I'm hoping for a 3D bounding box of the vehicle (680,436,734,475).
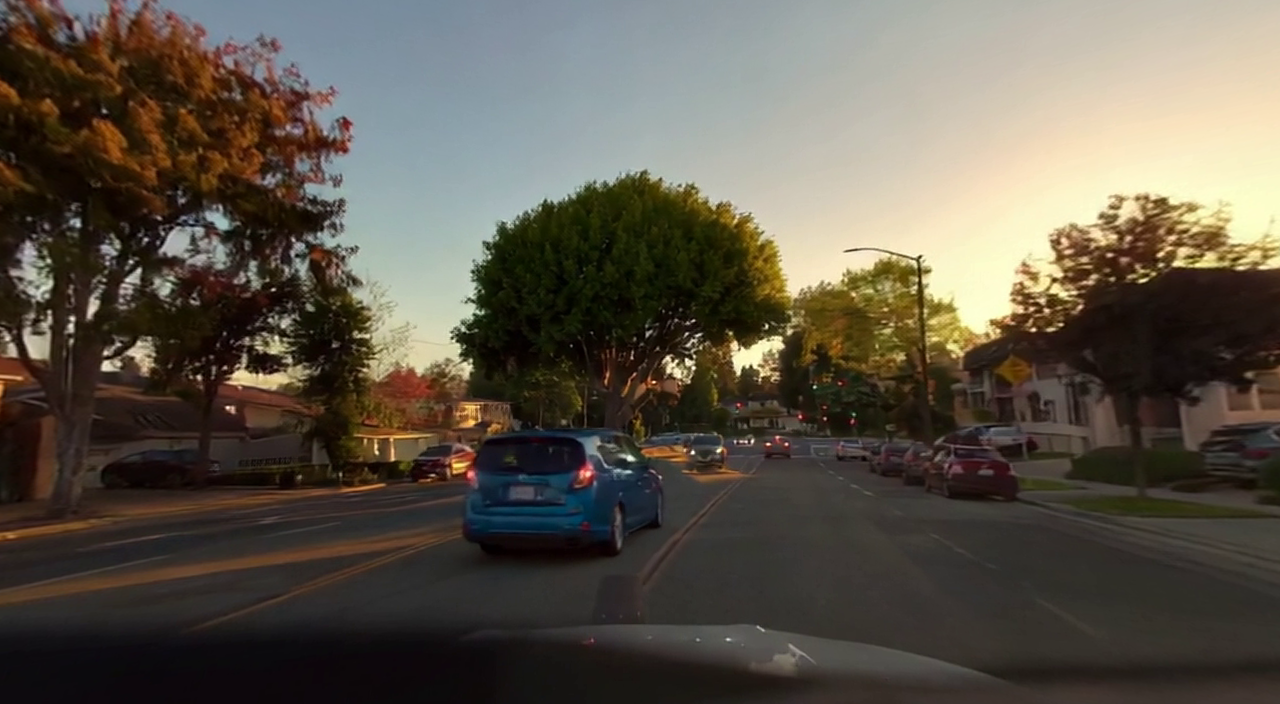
[{"bbox_3d":[2.955,4.401,27.148,1.986,1.508,4.261,-2,-9,10],"label":"vehicle"}]

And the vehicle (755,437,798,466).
[{"bbox_3d":[7.420,5.461,34.682,2.081,1.475,4.361,-2,-9,10],"label":"vehicle"}]

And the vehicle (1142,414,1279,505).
[{"bbox_3d":[12.245,1.914,11.926,4.077,1.473,1.887,-2,-8,-9],"label":"vehicle"}]

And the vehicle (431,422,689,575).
[{"bbox_3d":[-0.719,1.812,8.707,2.069,1.510,4.325,-2,-9,14],"label":"vehicle"}]

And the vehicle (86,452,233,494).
[{"bbox_3d":[-17.806,4.453,23.498,4.397,1.423,1.789,-2,-9,12],"label":"vehicle"}]

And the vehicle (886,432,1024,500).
[{"bbox_3d":[7.914,2.886,16.409,1.964,1.485,4.454,-2,-9,10],"label":"vehicle"}]

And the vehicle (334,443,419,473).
[{"bbox_3d":[-15.284,6.144,36.721,4.091,1.614,1.910,-2,-9,9],"label":"vehicle"}]
